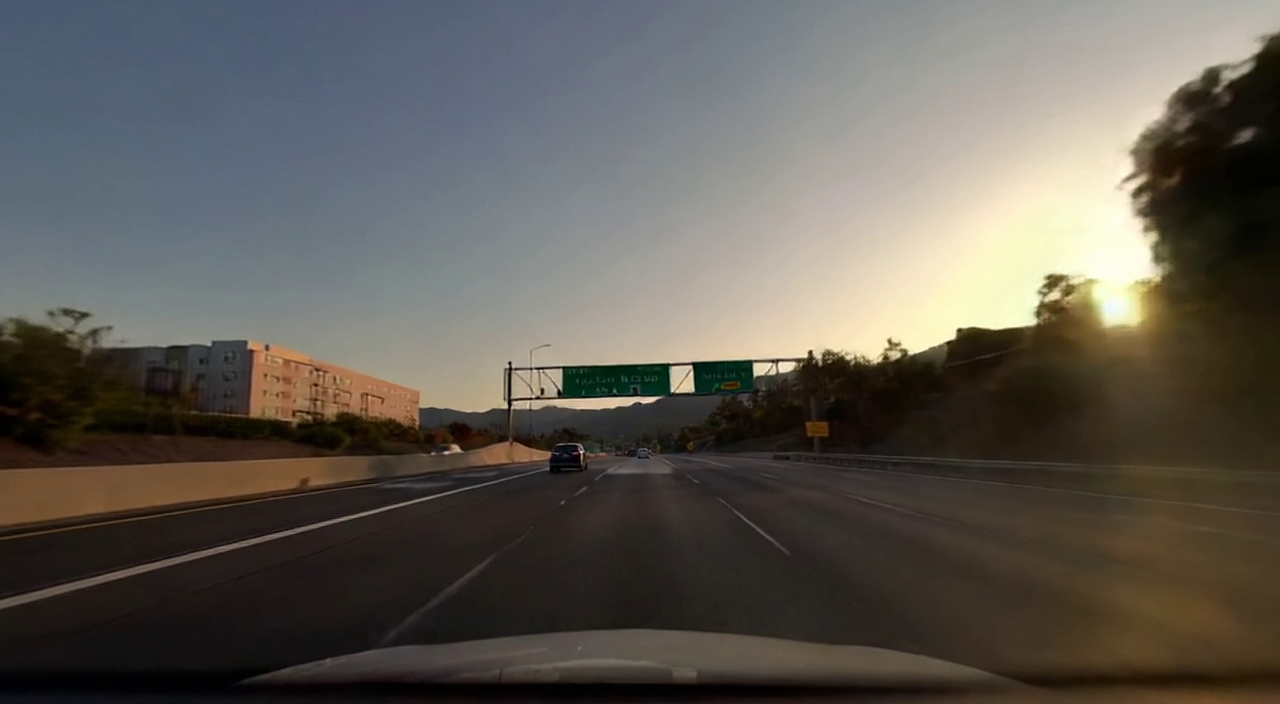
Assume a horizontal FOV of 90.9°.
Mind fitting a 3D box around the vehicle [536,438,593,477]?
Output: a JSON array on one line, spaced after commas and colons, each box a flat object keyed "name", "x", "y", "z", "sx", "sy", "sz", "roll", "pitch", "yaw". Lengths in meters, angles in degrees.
[{"name": "vehicle", "x": -3.485, "y": 4.960, "z": 29.906, "sx": 2.072, "sy": 1.706, "sz": 4.359, "roll": 0, "pitch": -8, "yaw": 1}]
